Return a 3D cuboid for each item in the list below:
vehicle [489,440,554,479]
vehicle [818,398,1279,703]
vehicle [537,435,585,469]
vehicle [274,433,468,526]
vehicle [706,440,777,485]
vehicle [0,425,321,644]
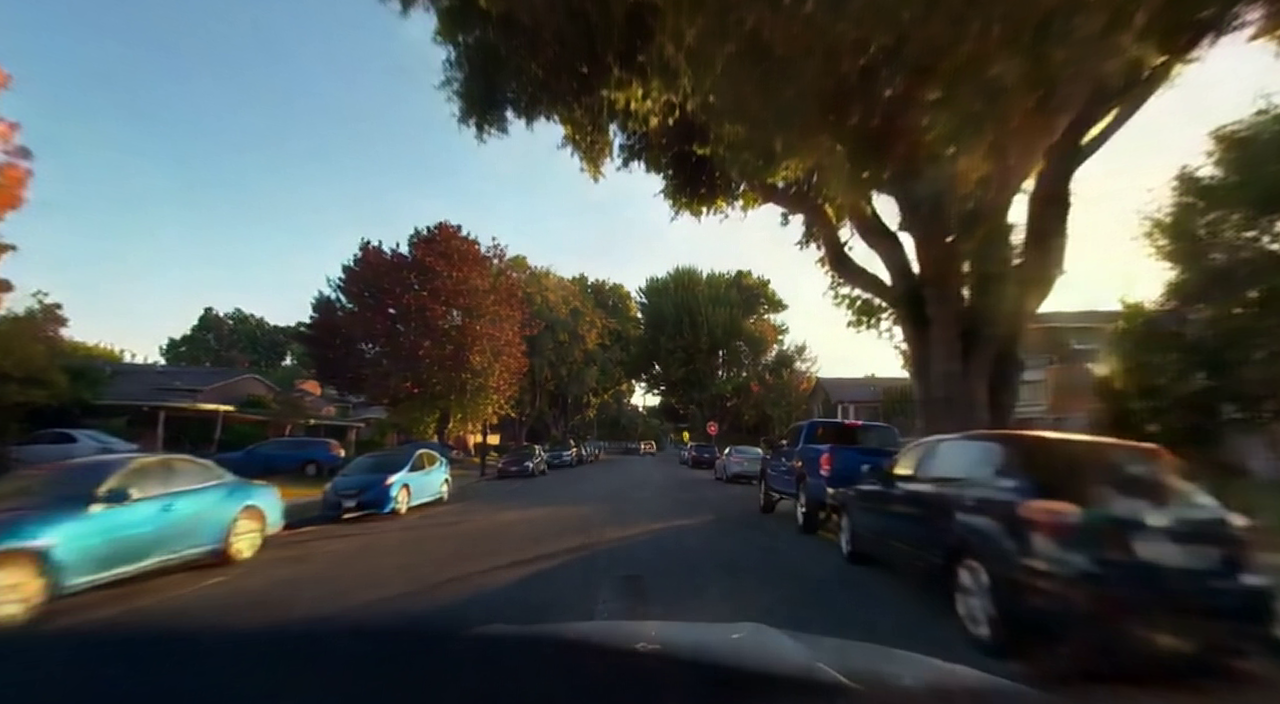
[{"bbox_3d":[-5.174,4.732,28.067,1.872,1.515,4.535,1,-8,2],"label":"vehicle"},{"bbox_3d":[3.187,1.402,5.707,1.914,1.631,4.558,0,-8,2],"label":"vehicle"},{"bbox_3d":[-4.695,6.023,38.074,2.162,1.857,4.758,2,-8,1],"label":"vehicle"},{"bbox_3d":[-5.286,2.523,13.162,1.895,1.530,4.496,2,-8,2],"label":"vehicle"},{"bbox_3d":[3.642,4.041,23.364,1.871,1.514,4.553,0,-8,0],"label":"vehicle"},{"bbox_3d":[-5.427,1.529,6.215,1.899,1.538,4.611,2,-8,3],"label":"vehicle"}]
